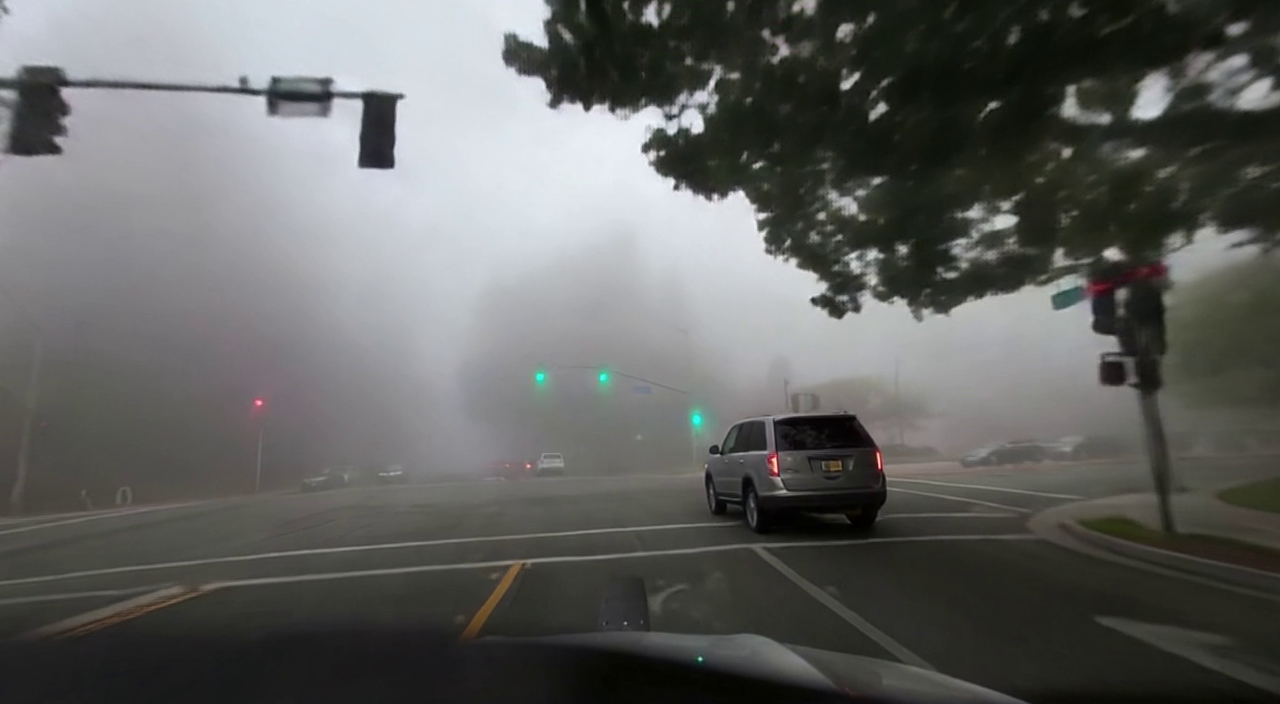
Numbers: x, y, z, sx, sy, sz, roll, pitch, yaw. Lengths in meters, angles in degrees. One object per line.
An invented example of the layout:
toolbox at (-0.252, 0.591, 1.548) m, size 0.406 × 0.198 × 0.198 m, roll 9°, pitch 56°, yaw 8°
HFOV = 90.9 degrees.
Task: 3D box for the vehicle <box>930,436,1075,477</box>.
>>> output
vehicle at (13.872, 3.986, 24.276) m, size 4.413 × 1.449 × 1.963 m, roll 1°, pitch -9°, yaw -7°

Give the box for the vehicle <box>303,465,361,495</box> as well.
vehicle at (-18.813, 7.820, 38.761) m, size 1.955 × 1.509 × 4.640 m, roll -2°, pitch -9°, yaw -10°

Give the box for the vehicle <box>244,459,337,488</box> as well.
vehicle at (-26.832, 9.335, 48.627) m, size 5.734 × 1.950 × 2.287 m, roll 1°, pitch -9°, yaw -13°

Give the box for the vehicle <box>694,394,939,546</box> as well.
vehicle at (2.705, 2.032, 11.577) m, size 2.338 × 2.063 × 5.592 m, roll 0°, pitch -9°, yaw -6°

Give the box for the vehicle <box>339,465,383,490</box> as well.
vehicle at (-19.658, 8.827, 44.540) m, size 1.965 × 1.416 × 4.613 m, roll -2°, pitch -8°, yaw -13°

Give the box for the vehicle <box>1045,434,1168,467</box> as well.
vehicle at (22.435, 4.757, 30.437) m, size 4.329 × 1.462 × 1.999 m, roll -1°, pitch -8°, yaw 1°

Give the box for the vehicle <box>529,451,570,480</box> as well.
vehicle at (-5.951, 7.329, 41.038) m, size 2.138 × 1.729 × 4.178 m, roll 2°, pitch -9°, yaw -15°

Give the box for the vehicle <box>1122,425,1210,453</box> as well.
vehicle at (35.283, 5.859, 42.279) m, size 4.533 × 1.759 × 2.101 m, roll 3°, pitch -10°, yaw -14°

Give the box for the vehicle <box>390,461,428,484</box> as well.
vehicle at (-17.061, 8.903, 46.758) m, size 2.035 × 1.475 × 4.639 m, roll 1°, pitch -9°, yaw -12°
